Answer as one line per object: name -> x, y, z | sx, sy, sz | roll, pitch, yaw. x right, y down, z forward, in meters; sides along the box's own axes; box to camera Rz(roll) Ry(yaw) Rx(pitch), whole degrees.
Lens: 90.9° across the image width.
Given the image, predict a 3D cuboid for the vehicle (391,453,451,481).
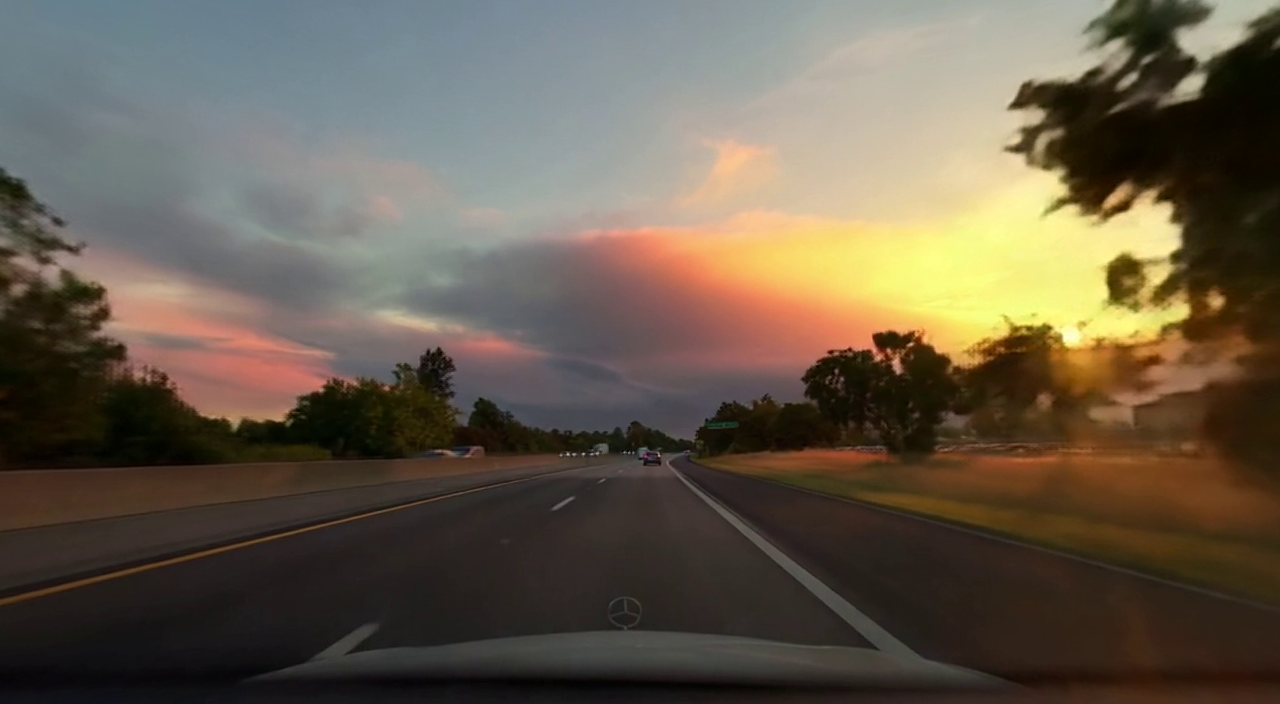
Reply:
vehicle -> -12.183, 6.400, 35.301 | 1.858, 1.458, 4.029 | 0, -9, 1
